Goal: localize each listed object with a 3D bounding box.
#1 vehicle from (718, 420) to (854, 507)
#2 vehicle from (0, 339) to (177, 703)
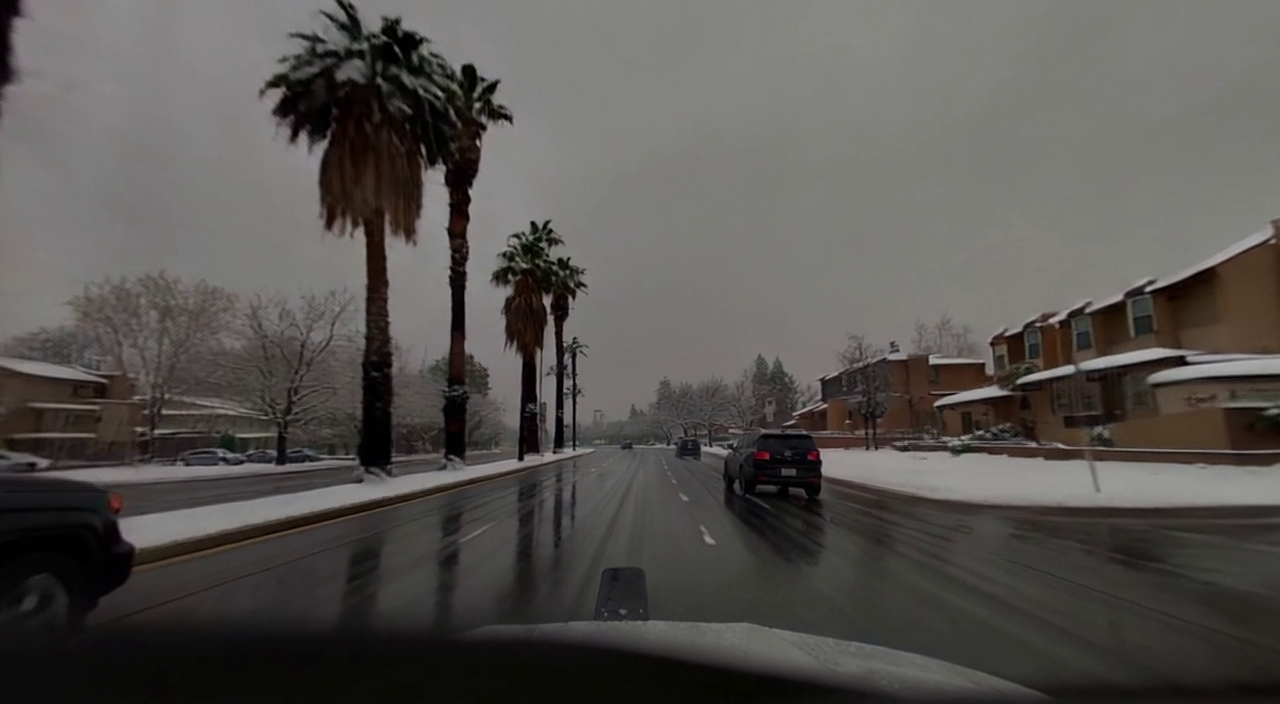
[{"bbox_3d":[3.324,2.663,15.412,2.195,1.804,4.658,0,-8,0],"label":"vehicle"},{"bbox_3d":[-4.007,0.622,1.414,2.150,1.768,4.868,0,-8,0],"label":"vehicle"}]
